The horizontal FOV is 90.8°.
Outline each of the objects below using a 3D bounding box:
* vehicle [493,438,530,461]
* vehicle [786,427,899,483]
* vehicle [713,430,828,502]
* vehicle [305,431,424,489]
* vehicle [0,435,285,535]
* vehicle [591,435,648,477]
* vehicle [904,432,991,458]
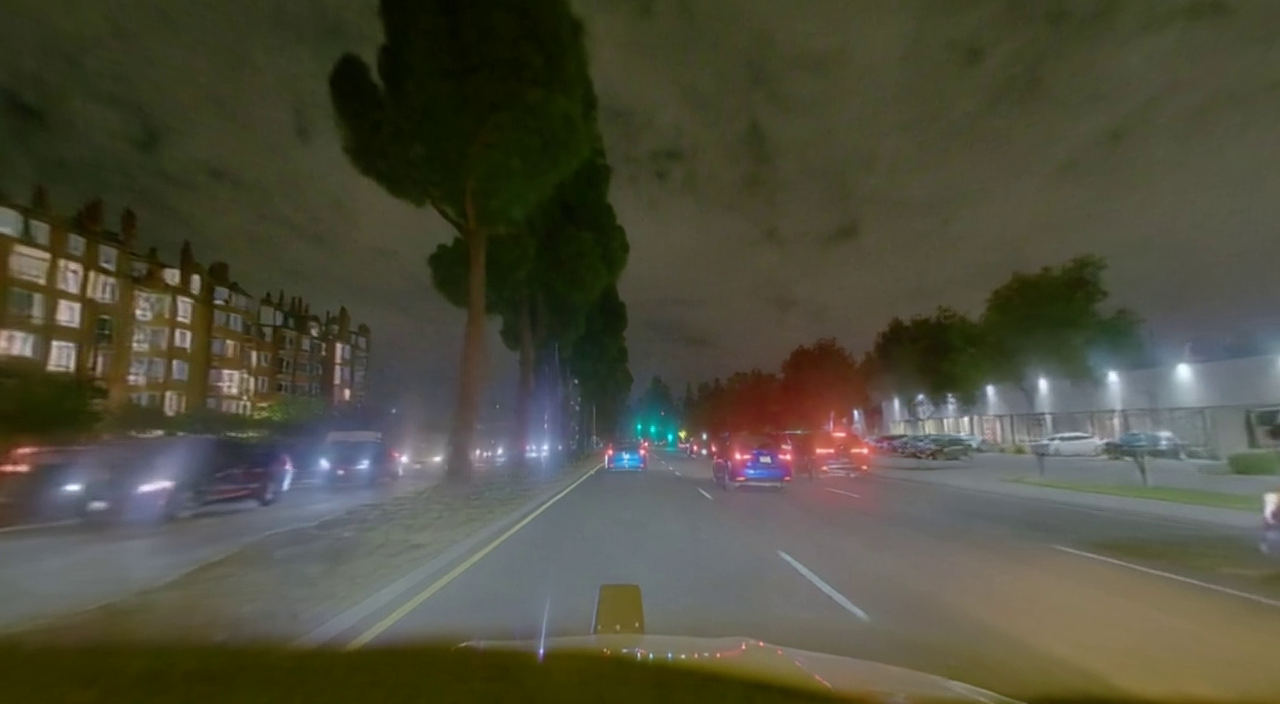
[{"bbox_3d":[-9.510,7.232,47.085,1.953,1.612,4.204,0,-9,0],"label":"vehicle"},{"bbox_3d":[7.195,3.742,23.202,2.224,1.772,5.325,0,-9,-2],"label":"vehicle"},{"bbox_3d":[2.982,2.703,15.296,1.852,1.498,3.825,0,-8,-2],"label":"vehicle"},{"bbox_3d":[-9.035,3.552,21.192,2.019,1.668,4.433,-1,-8,-1],"label":"vehicle"},{"bbox_3d":[-9.041,2.334,11.807,2.148,1.473,4.709,0,-8,-2],"label":"vehicle"},{"bbox_3d":[-0.725,3.931,24.069,1.994,1.479,3.647,0,-8,-1],"label":"vehicle"},{"bbox_3d":[20.528,6.240,42.286,4.697,1.691,2.106,0,-9,-1],"label":"vehicle"}]
